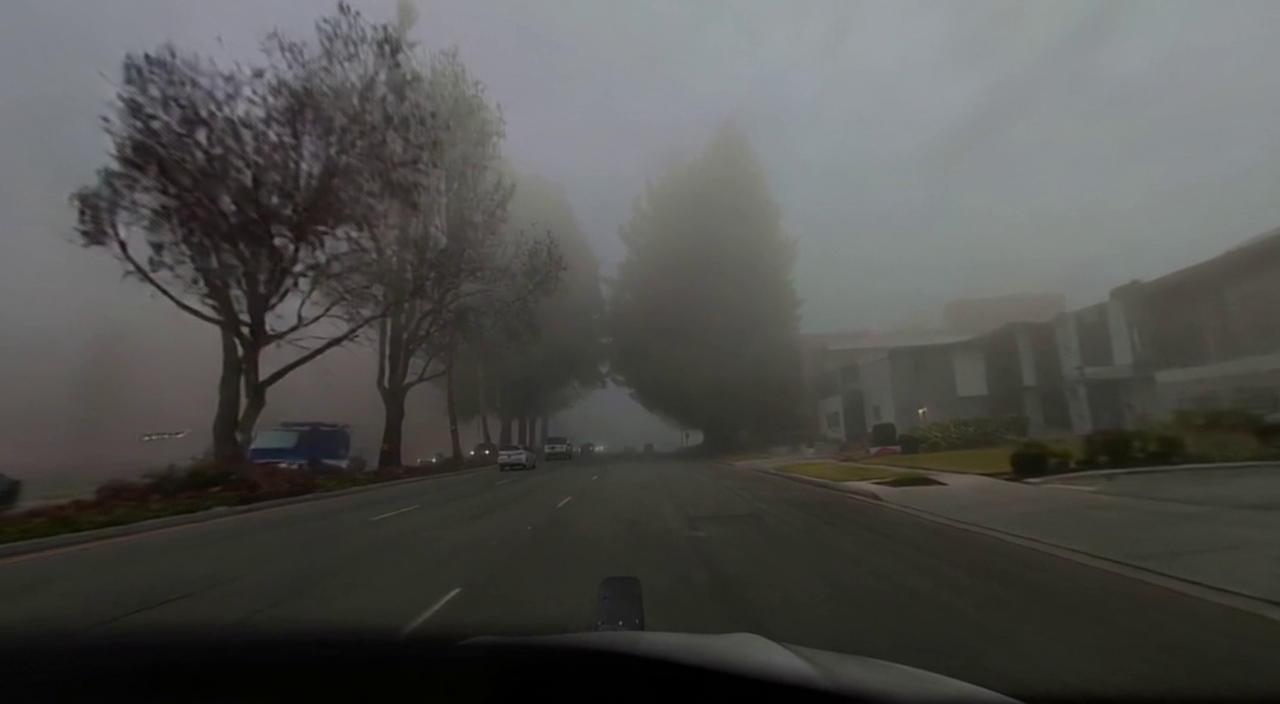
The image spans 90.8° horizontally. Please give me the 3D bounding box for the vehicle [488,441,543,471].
[{"bbox_3d":[-6.449,5.439,33.311,1.970,1.456,4.441,0,-9,0],"label":"vehicle"}]

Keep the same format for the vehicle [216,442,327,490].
[{"bbox_3d":[-14.763,4.561,25.627,1.947,1.784,4.175,0,-9,0],"label":"vehicle"}]
